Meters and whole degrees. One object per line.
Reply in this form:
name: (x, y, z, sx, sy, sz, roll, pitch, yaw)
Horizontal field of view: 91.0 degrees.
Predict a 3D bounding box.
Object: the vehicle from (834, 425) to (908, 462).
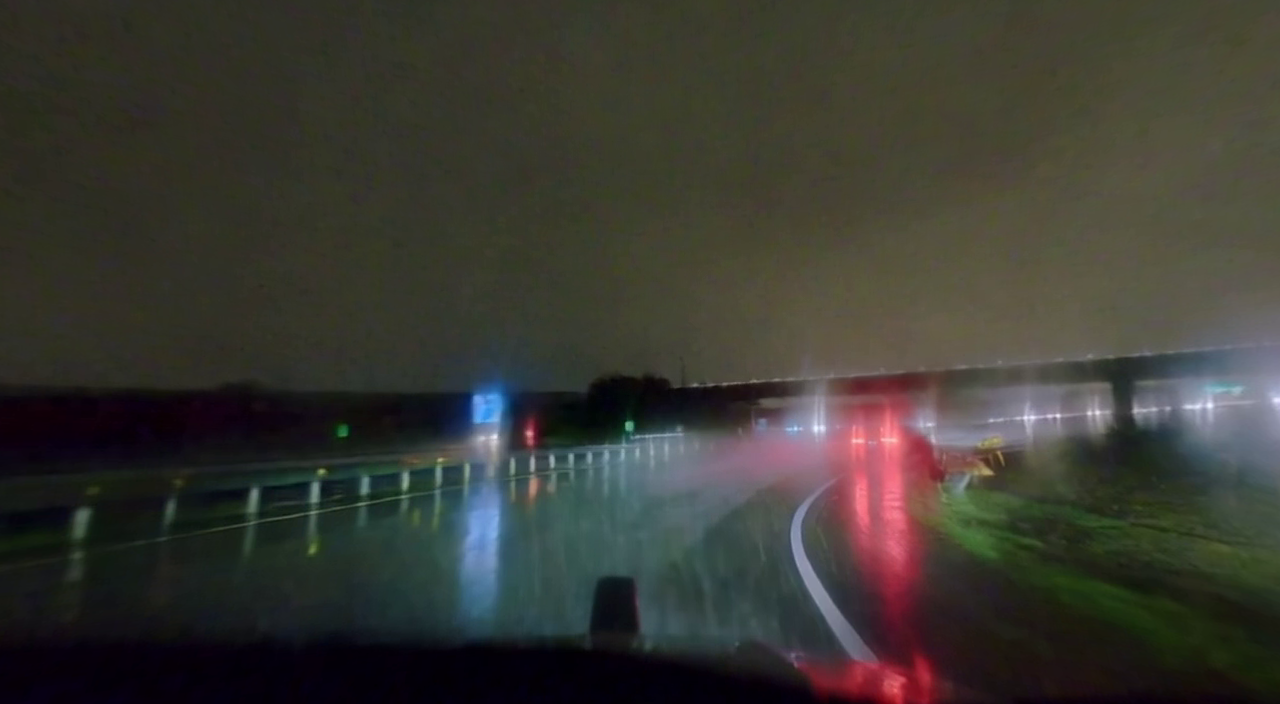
vehicle: (10.700, 4.183, 28.999, 2.028, 1.440, 3.970, -2, -7, 38)
